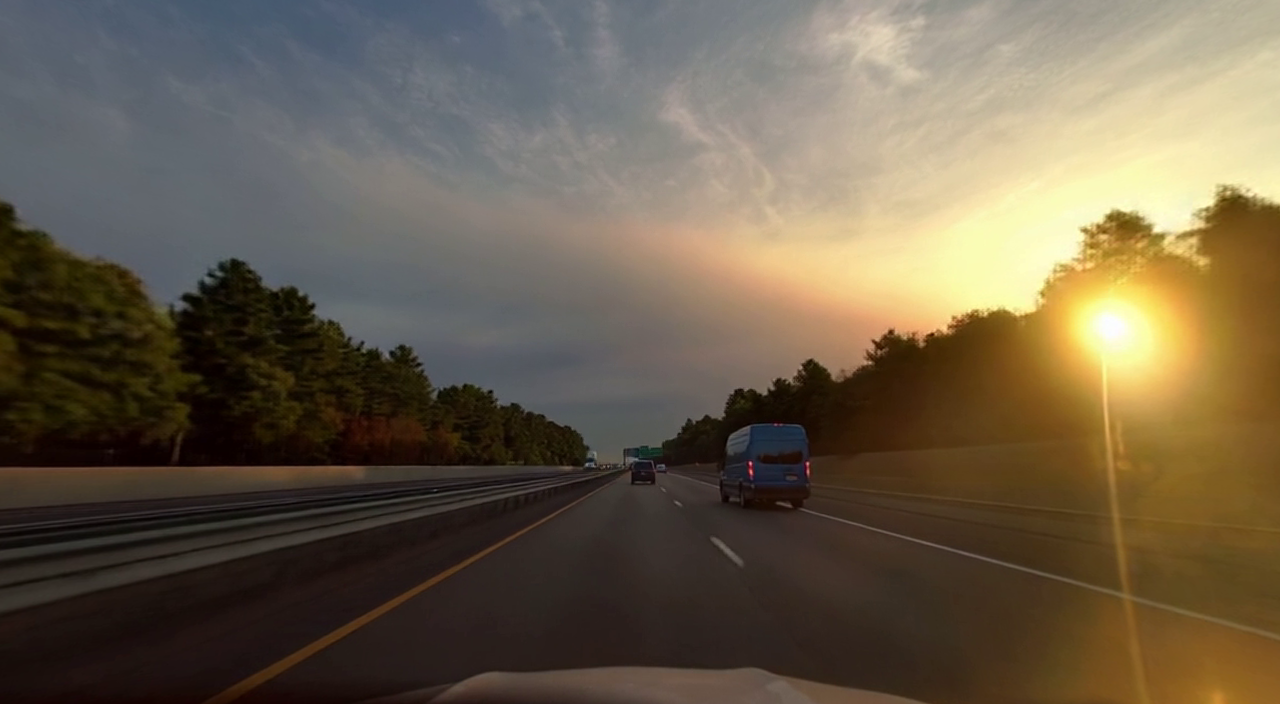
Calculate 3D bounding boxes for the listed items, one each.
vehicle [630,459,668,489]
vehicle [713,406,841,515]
[{"bbox_3d":[0.560,7.551,39.151,2.212,1.717,4.452,0,-10,1],"label":"vehicle"},{"bbox_3d":[4.194,3.637,20.977,2.563,2.975,6.941,1,-10,-1],"label":"vehicle"}]
